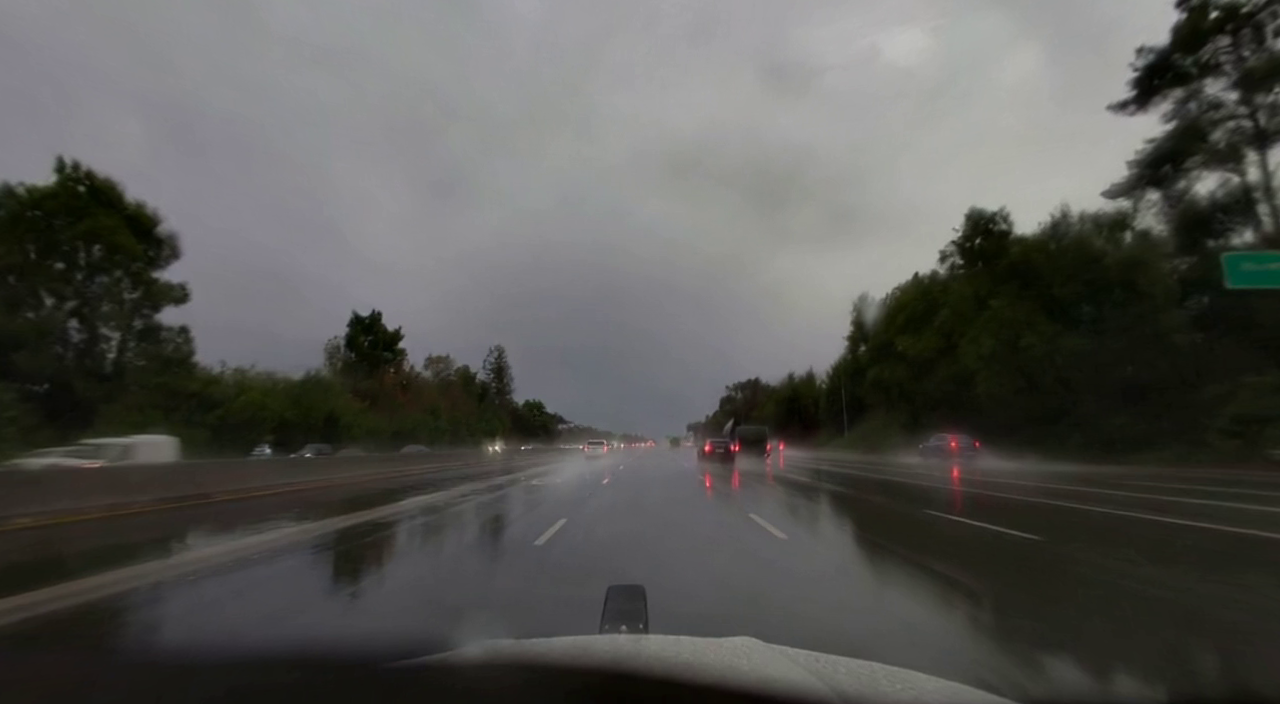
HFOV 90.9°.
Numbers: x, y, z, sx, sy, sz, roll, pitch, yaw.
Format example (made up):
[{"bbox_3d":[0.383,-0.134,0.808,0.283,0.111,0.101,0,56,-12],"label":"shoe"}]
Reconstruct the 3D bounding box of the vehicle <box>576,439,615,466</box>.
[{"bbox_3d":[-2.727,6.253,39.333,2.060,1.587,4.093,0,-9,1],"label":"vehicle"}]

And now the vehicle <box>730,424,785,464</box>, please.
[{"bbox_3d":[8.109,6.436,44.139,2.729,2.628,4.875,0,-9,-2],"label":"vehicle"}]

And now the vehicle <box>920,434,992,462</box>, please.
[{"bbox_3d":[23.934,7.301,48.064,2.221,1.995,5.803,0,-9,-3],"label":"vehicle"}]

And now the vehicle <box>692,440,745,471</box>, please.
[{"bbox_3d":[3.944,5.303,32.536,2.080,1.493,4.674,0,-9,0],"label":"vehicle"}]

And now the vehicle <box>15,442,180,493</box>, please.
[{"bbox_3d":[-23.298,4.945,27.502,2.308,1.943,5.444,0,-9,1],"label":"vehicle"}]
